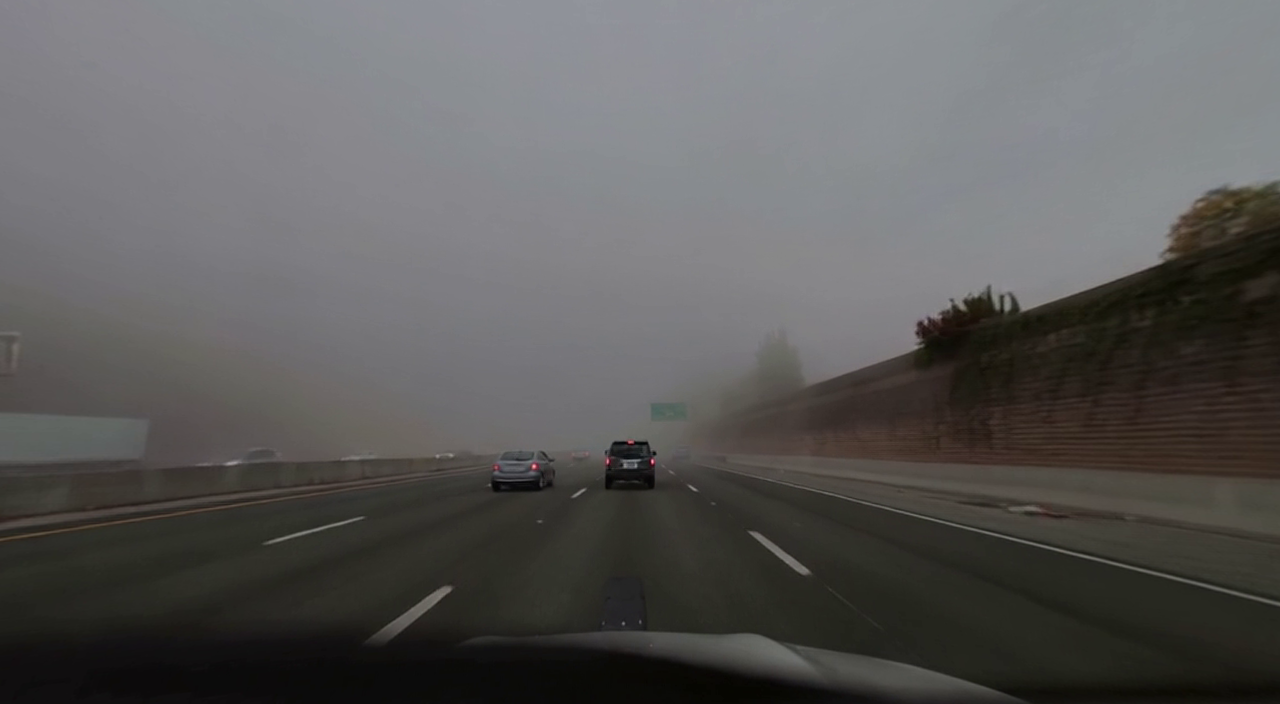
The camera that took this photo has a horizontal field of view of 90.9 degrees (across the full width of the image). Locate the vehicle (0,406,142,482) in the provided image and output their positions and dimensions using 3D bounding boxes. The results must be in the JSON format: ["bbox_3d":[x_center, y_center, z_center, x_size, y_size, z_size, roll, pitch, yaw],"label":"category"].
[{"bbox_3d":[-28.873,4.467,30.503,2.736,3.238,8.017,0,-9,2],"label":"vehicle"}]

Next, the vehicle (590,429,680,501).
[{"bbox_3d":[-0.120,3.157,17.982,2.233,1.804,4.273,0,-9,0],"label":"vehicle"}]

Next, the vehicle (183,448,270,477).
[{"bbox_3d":[-24.641,6.600,37.853,1.937,1.595,4.750,0,-9,1],"label":"vehicle"}]

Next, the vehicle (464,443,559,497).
[{"bbox_3d":[-3.749,3.519,19.242,1.967,1.442,4.143,0,-9,1],"label":"vehicle"}]
